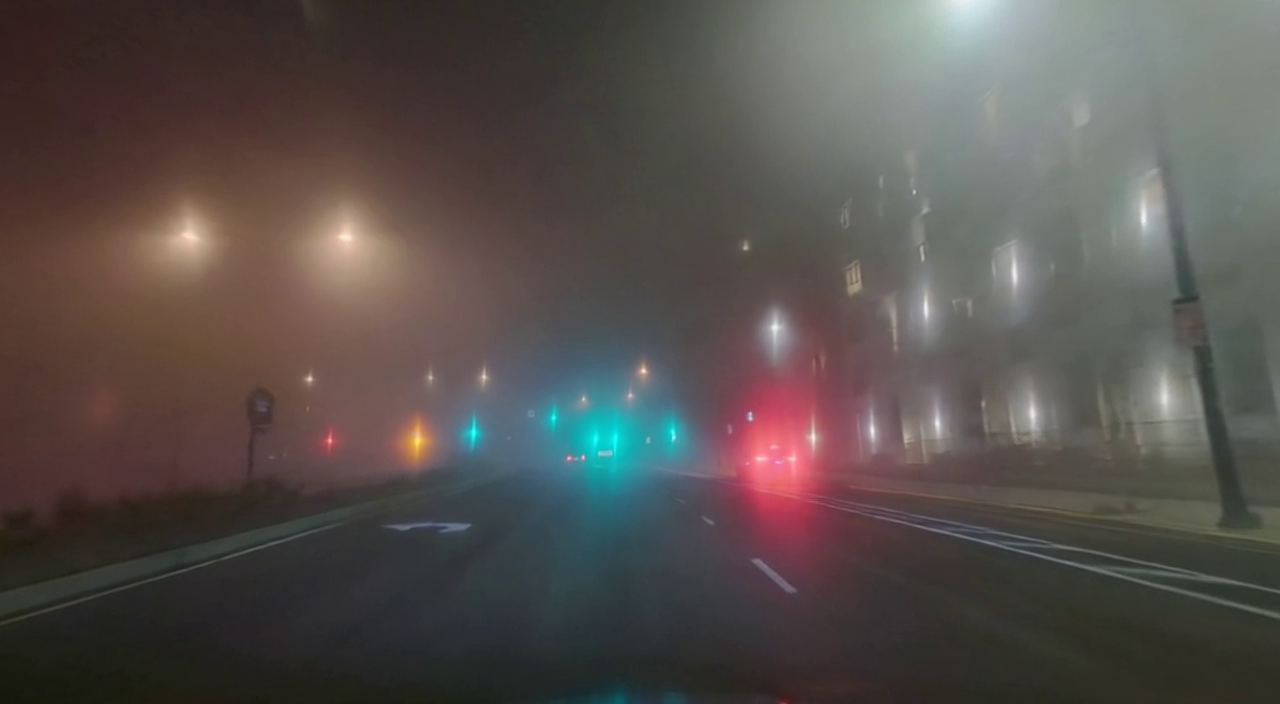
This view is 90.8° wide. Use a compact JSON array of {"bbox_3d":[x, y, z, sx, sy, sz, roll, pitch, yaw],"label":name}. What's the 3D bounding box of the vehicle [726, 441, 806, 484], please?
[{"bbox_3d":[5.240,4.684,27.064,2.042,1.635,4.858,1,-9,-5],"label":"vehicle"}]
